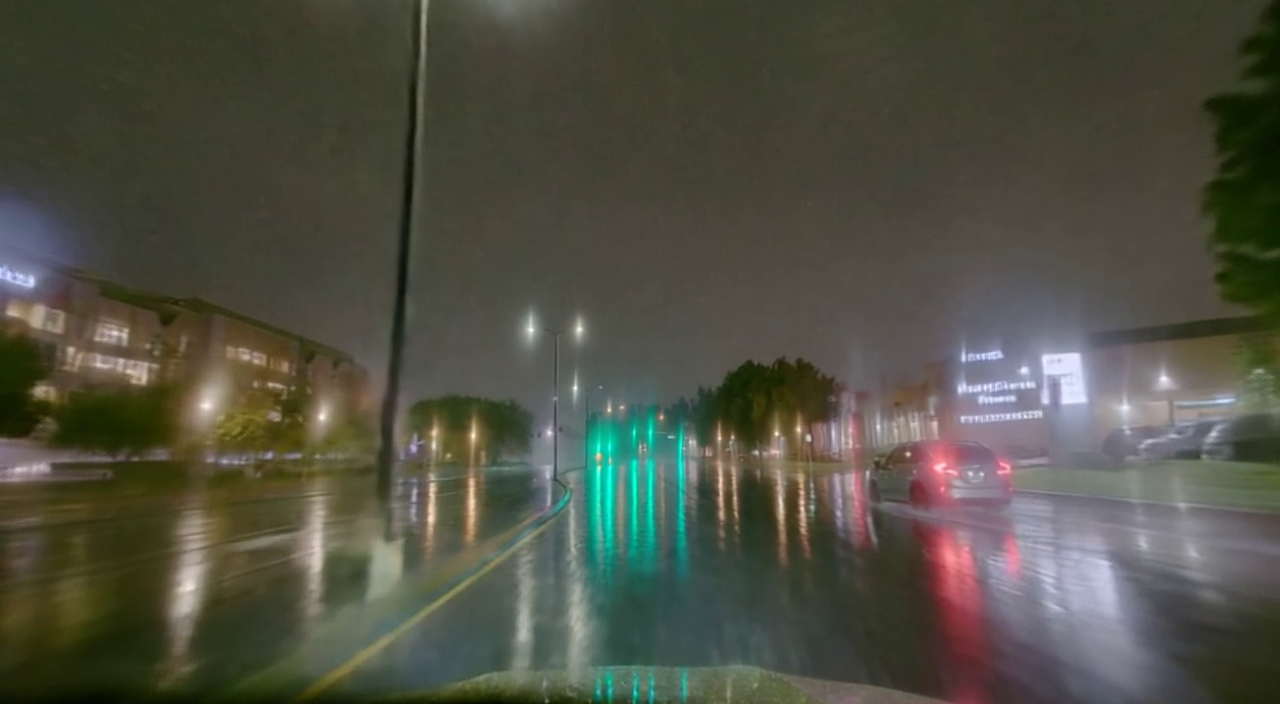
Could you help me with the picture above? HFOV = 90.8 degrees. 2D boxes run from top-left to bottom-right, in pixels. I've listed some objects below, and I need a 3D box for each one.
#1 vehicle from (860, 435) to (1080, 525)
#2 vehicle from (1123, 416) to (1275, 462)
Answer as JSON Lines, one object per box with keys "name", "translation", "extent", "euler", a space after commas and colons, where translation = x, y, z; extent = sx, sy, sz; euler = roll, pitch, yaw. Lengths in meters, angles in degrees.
{"name": "vehicle", "translation": [6.468, 2.546, 13.196], "extent": [1.913, 1.504, 4.738], "euler": [0, -9, -2]}
{"name": "vehicle", "translation": [23.131, 3.699, 26.504], "extent": [2.066, 1.716, 4.943], "euler": [-1, -9, 4]}
